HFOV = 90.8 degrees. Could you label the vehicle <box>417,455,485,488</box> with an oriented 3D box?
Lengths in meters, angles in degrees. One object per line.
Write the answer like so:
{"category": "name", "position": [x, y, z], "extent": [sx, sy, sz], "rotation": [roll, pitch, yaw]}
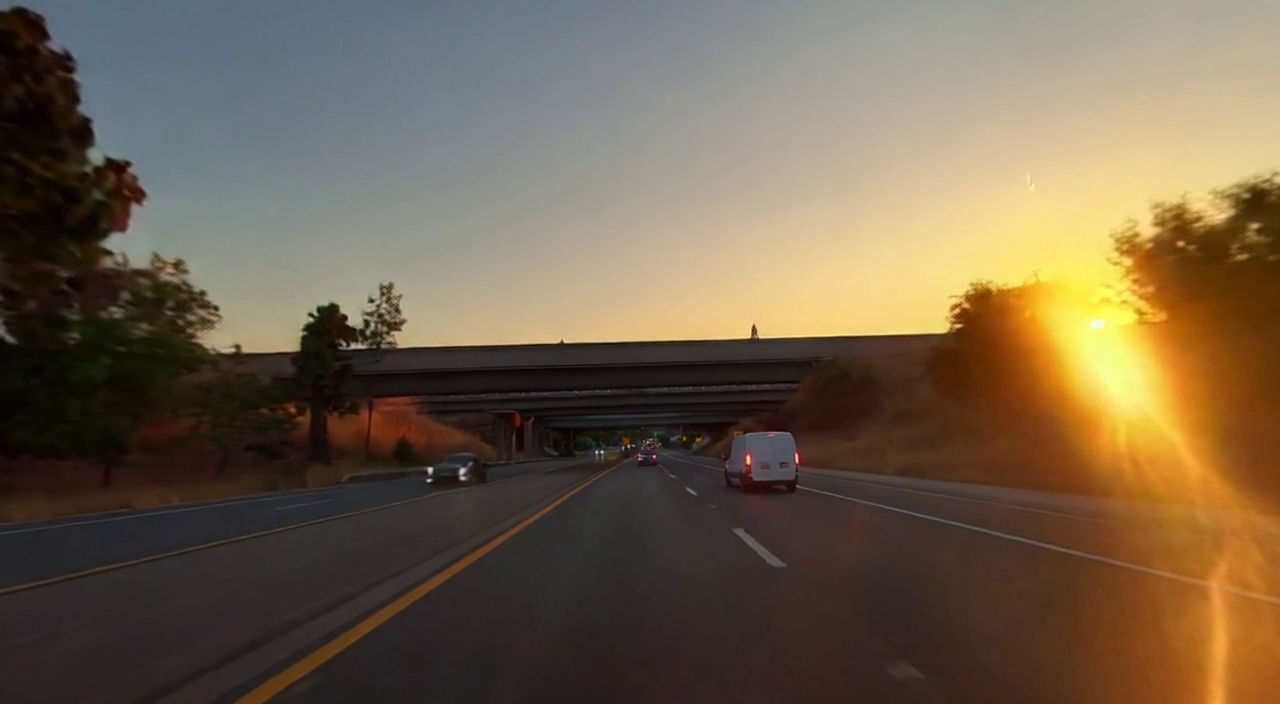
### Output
{"category": "vehicle", "position": [-9.066, 5.739, 30.582], "extent": [2.019, 1.478, 3.842], "rotation": [0, -9, 1]}

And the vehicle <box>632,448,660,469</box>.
{"category": "vehicle", "position": [0.503, 8.337, 49.503], "extent": [2.013, 1.584, 3.995], "rotation": [-1, -9, 2]}

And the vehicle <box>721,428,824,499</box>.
{"category": "vehicle", "position": [4.114, 3.593, 20.710], "extent": [2.152, 1.998, 5.380], "rotation": [0, -9, 0]}
